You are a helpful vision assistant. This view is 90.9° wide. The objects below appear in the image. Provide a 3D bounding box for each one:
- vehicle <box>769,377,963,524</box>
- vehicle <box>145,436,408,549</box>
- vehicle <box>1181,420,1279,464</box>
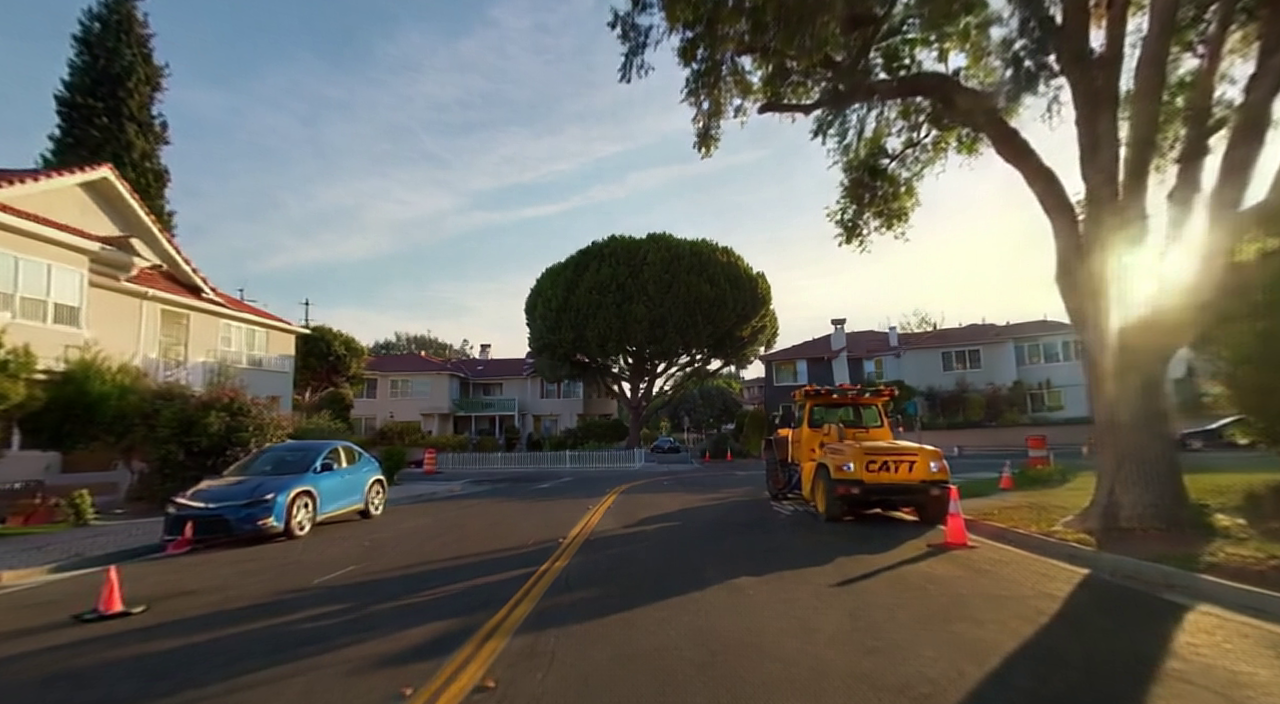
[{"bbox_3d":[4.444,2.024,13.172,2.501,2.613,3.505,0,-9,-3],"label":"vehicle"},{"bbox_3d":[-6.621,2.537,12.367,2.220,1.765,4.799,0,-8,1],"label":"vehicle"},{"bbox_3d":[24.443,3.486,24.671,4.540,1.558,1.980,-2,-8,1],"label":"vehicle"}]
